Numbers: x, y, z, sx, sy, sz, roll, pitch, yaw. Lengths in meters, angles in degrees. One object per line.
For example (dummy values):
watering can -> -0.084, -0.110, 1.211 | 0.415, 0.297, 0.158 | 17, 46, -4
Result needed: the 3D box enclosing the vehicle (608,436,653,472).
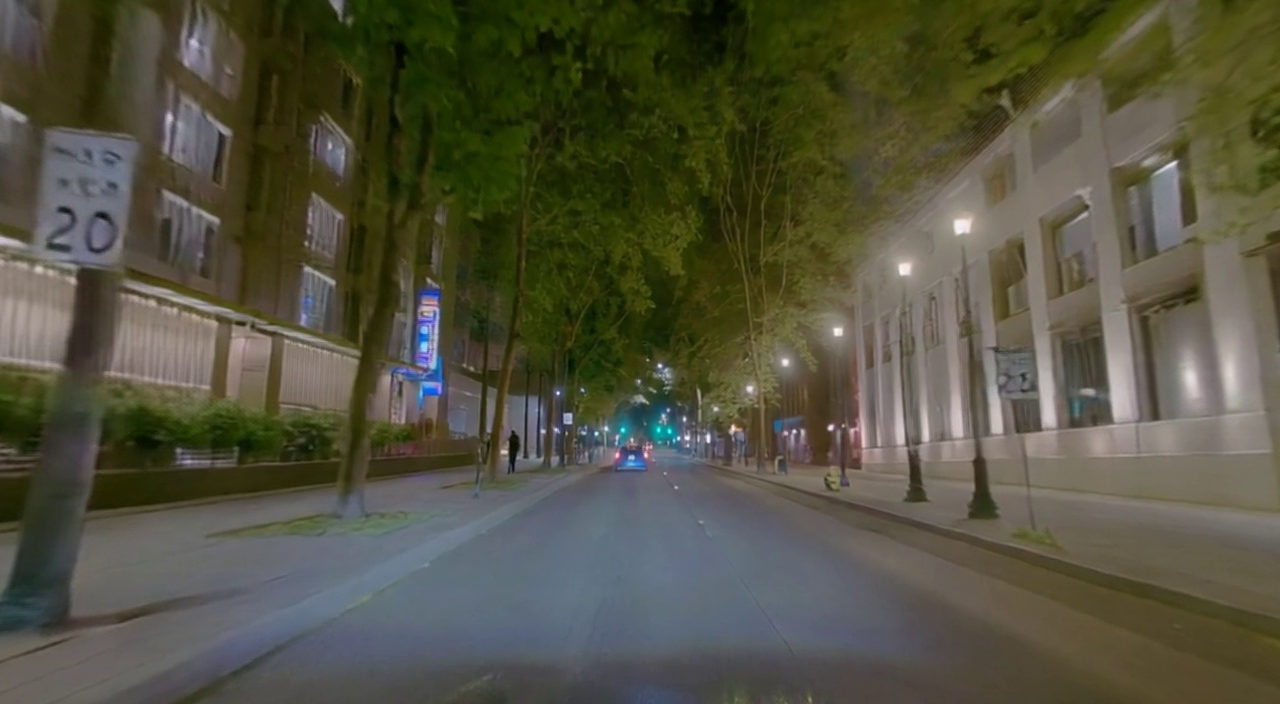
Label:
vehicle -> -0.477, 5.044, 31.329 | 2.079, 1.621, 3.861 | 0, -9, -1
